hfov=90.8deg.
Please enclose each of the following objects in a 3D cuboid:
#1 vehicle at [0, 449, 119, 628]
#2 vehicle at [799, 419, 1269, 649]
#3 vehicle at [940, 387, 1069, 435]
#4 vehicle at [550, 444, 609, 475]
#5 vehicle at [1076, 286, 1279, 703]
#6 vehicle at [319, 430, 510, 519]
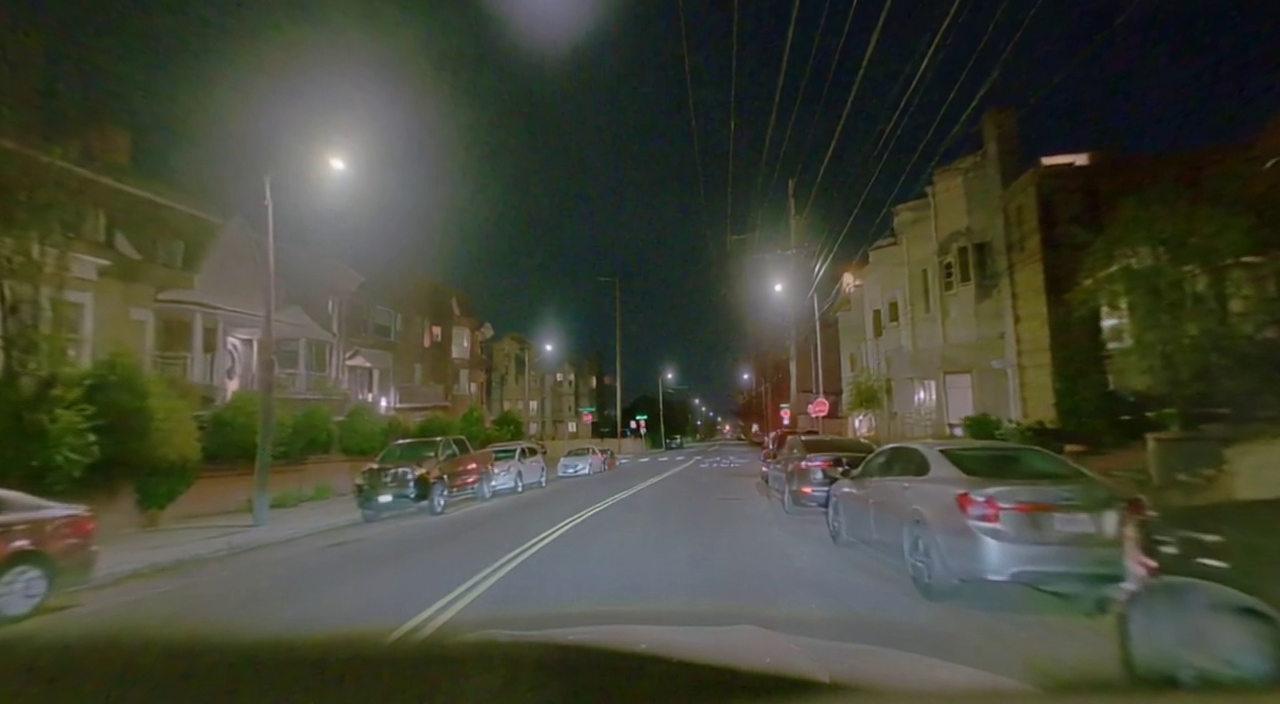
[{"bbox_3d":[-7.443,1.684,5.123,2.086,1.706,4.649,-1,-8,8],"label":"vehicle"},{"bbox_3d":[3.187,1.524,6.581,1.873,1.489,4.761,0,-8,1],"label":"vehicle"},{"bbox_3d":[12.559,2.162,22.203,1.909,1.455,4.721,-1,-8,3],"label":"vehicle"},{"bbox_3d":[-3.002,5.464,32.419,2.098,1.454,4.449,-1,-8,7],"label":"vehicle"},{"bbox_3d":[3.061,0.480,0.419,2.161,1.813,4.910,-1,-8,2],"label":"vehicle"},{"bbox_3d":[-5.703,3.161,17.158,2.359,1.947,5.833,-1,-8,8],"label":"vehicle"}]
